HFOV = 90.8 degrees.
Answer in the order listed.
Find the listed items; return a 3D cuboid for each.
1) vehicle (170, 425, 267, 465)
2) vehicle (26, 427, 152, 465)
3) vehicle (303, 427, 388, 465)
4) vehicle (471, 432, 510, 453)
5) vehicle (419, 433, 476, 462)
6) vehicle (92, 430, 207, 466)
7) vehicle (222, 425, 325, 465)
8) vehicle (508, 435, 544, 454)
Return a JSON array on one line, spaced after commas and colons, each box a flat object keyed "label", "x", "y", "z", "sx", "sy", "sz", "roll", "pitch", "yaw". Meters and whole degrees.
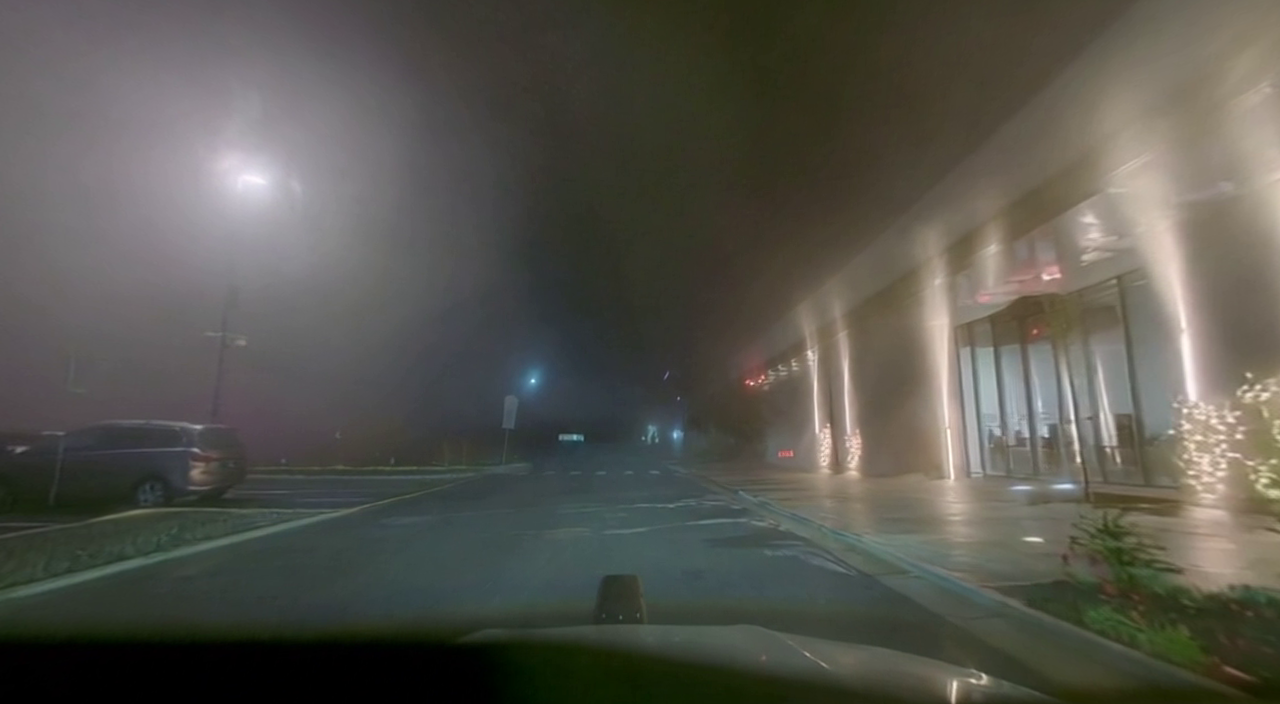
[{"label": "vehicle", "x": -18.798, "y": 4.163, "z": 28.409, "sx": 1.902, "sy": 1.645, "sz": 3.903, "roll": 1, "pitch": -8, "yaw": -5}, {"label": "vehicle", "x": -24.636, "y": 4.209, "z": 28.465, "sx": 1.773, "sy": 1.498, "sz": 4.085, "roll": 3, "pitch": -8, "yaw": 3}, {"label": "vehicle", "x": -13.246, "y": 4.261, "z": 28.726, "sx": 1.892, "sy": 1.597, "sz": 4.259, "roll": 0, "pitch": -8, "yaw": -2}, {"label": "vehicle", "x": -10.964, "y": 6.696, "z": 46.563, "sx": 1.968, "sy": 1.473, "sz": 4.493, "roll": 0, "pitch": -8, "yaw": -3}, {"label": "vehicle", "x": -10.523, "y": 5.238, "z": 34.927, "sx": 1.891, "sy": 1.464, "sz": 4.646, "roll": 1, "pitch": -8, "yaw": -3}, {"label": "vehicle", "x": -21.668, "y": 4.248, "z": 28.121, "sx": 1.909, "sy": 1.474, "sz": 3.908, "roll": 0, "pitch": -8, "yaw": 1}, {"label": "vehicle", "x": -16.209, "y": 4.155, "z": 28.238, "sx": 1.928, "sy": 1.613, "sz": 4.197, "roll": 0, "pitch": -8, "yaw": 2}, {"label": "vehicle", "x": -8.544, "y": 6.944, "z": 47.533, "sx": 1.898, "sy": 1.335, "sz": 3.869, "roll": 0, "pitch": -8, "yaw": 1}]
